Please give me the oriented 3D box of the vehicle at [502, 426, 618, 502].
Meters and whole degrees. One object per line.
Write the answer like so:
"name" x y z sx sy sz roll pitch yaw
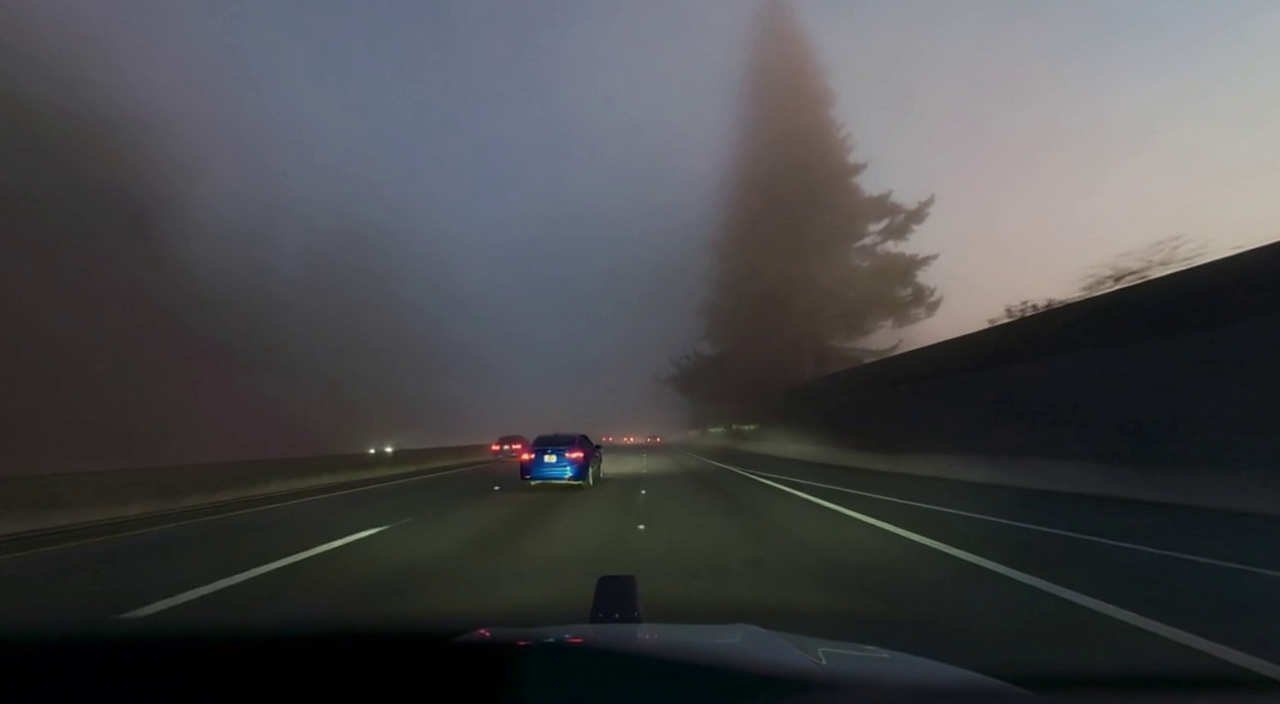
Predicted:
"vehicle" -1.675 2.507 14.586 2.079 1.500 3.881 0 -8 2

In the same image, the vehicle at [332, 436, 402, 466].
"vehicle" -15.321 5.552 35.487 2.035 1.566 4.061 0 -8 1
